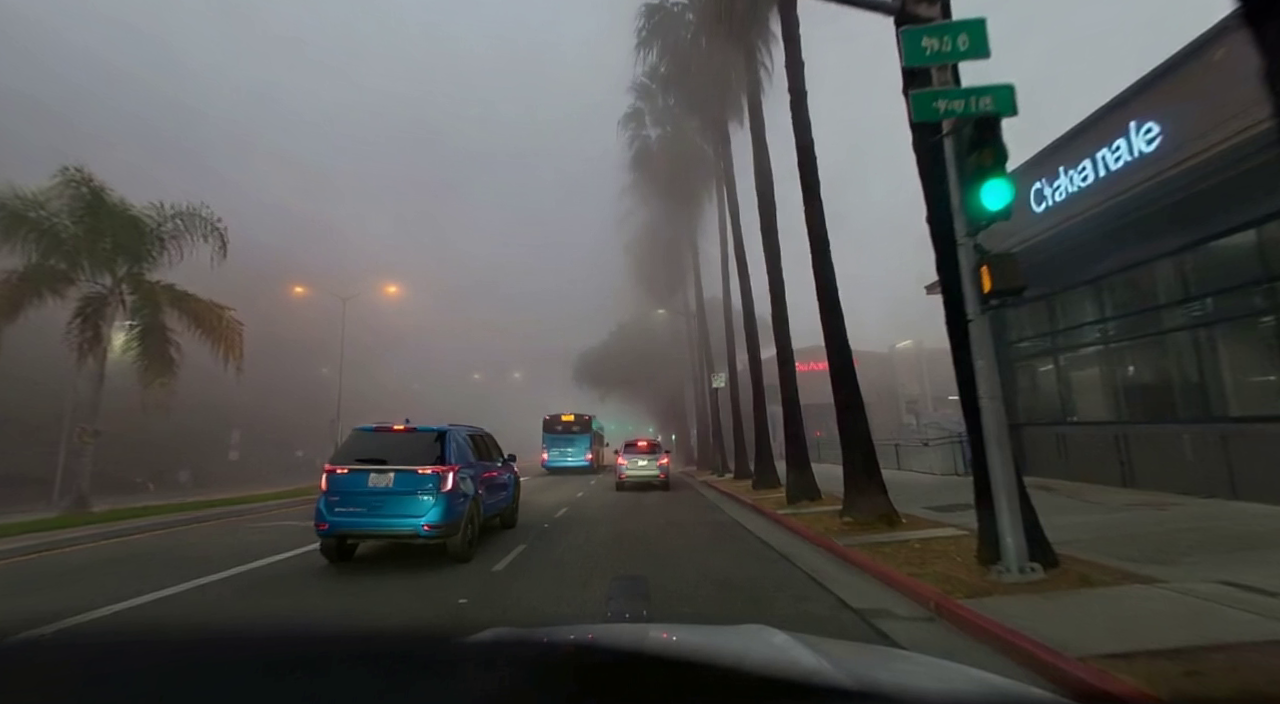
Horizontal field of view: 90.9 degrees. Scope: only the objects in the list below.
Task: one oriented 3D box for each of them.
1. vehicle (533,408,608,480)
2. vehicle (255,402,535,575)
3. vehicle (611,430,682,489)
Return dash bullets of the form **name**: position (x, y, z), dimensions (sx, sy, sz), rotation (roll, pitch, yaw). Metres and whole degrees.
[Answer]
- **vehicle**: position (-3.213, 4.554, 31.326), dimensions (2.775, 3.064, 8.297), rotation (0, -8, 0)
- **vehicle**: position (-2.957, 1.772, 8.973), dimensions (2.124, 1.799, 4.587), rotation (0, -8, 0)
- **vehicle**: position (0.170, 3.497, 20.708), dimensions (2.120, 1.727, 3.917), rotation (0, -8, -1)
